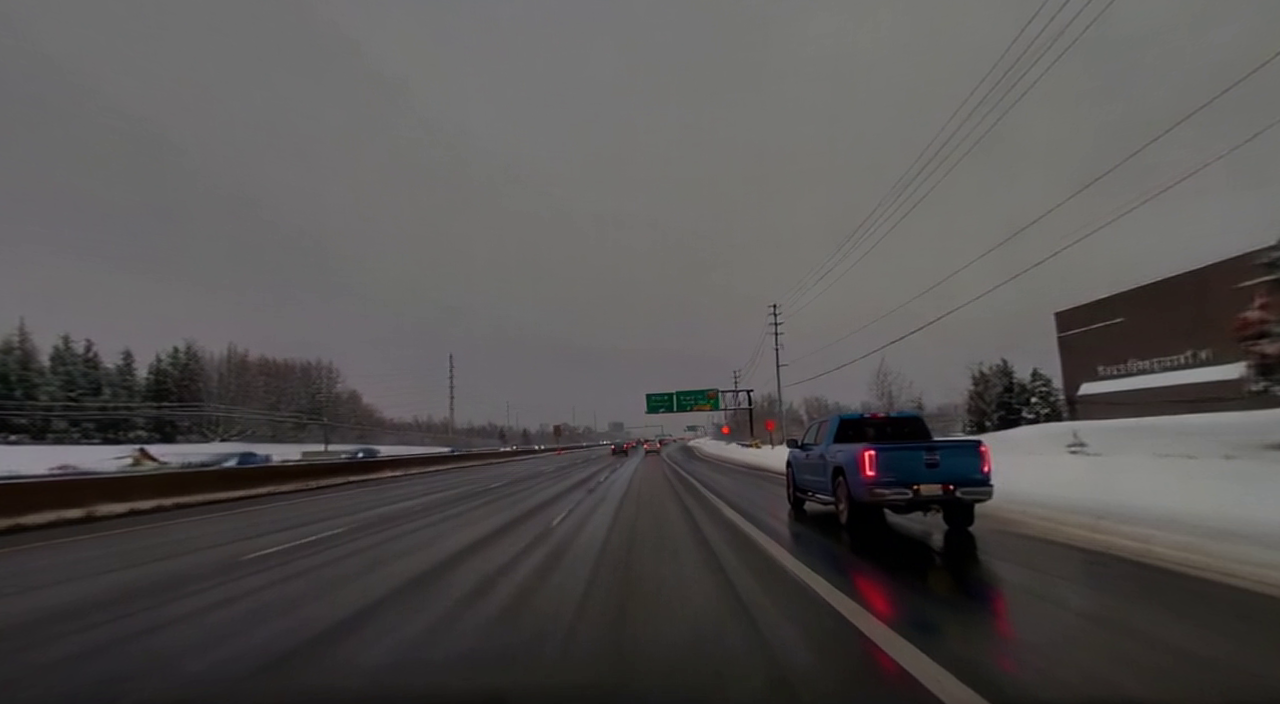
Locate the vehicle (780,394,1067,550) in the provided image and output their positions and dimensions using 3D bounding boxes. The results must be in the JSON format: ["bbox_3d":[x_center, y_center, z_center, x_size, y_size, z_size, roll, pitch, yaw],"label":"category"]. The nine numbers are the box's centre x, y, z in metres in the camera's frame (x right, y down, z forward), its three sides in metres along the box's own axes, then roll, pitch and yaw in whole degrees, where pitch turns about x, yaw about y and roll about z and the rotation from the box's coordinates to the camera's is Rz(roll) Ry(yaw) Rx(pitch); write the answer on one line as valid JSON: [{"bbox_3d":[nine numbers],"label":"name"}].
[{"bbox_3d":[3.969,1.805,10.216,2.186,1.840,5.289,0,-8,0],"label":"vehicle"}]

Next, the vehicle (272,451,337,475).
[{"bbox_3d":[-23.664,7.836,44.660,2.062,1.552,4.542,0,-8,1],"label":"vehicle"}]

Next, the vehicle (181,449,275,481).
[{"bbox_3d":[-27.351,7.466,42.181,2.221,1.921,5.875,0,-8,1],"label":"vehicle"}]
